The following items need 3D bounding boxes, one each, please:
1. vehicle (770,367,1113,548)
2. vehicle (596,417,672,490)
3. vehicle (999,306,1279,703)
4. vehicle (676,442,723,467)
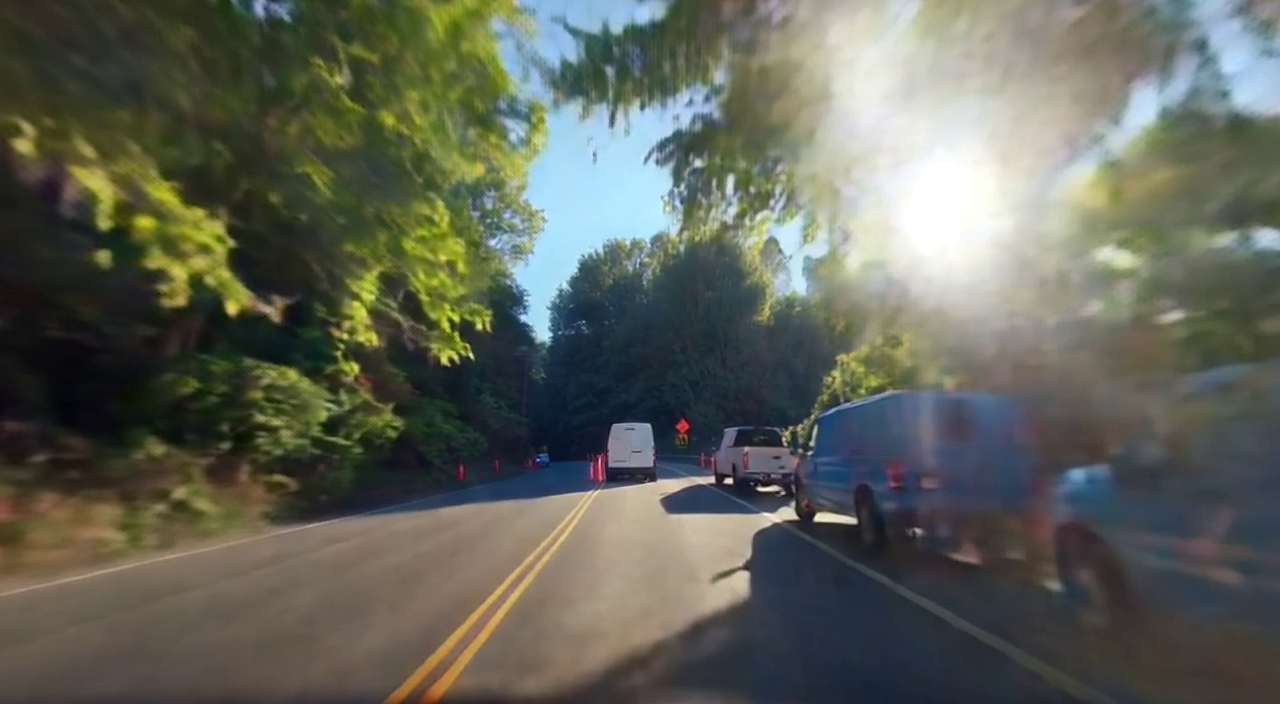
[{"bbox_3d":[4.277,1.745,10.940,2.613,2.153,6.713,0,-8,0],"label":"vehicle"},{"bbox_3d":[-0.254,3.514,22.111,2.362,2.247,4.892,0,-9,-2],"label":"vehicle"},{"bbox_3d":[4.323,0.674,2.529,2.202,1.980,5.978,0,-8,-1],"label":"vehicle"},{"bbox_3d":[3.483,6.108,37.717,2.277,1.299,3.889,-3,-9,-3],"label":"vehicle"}]
